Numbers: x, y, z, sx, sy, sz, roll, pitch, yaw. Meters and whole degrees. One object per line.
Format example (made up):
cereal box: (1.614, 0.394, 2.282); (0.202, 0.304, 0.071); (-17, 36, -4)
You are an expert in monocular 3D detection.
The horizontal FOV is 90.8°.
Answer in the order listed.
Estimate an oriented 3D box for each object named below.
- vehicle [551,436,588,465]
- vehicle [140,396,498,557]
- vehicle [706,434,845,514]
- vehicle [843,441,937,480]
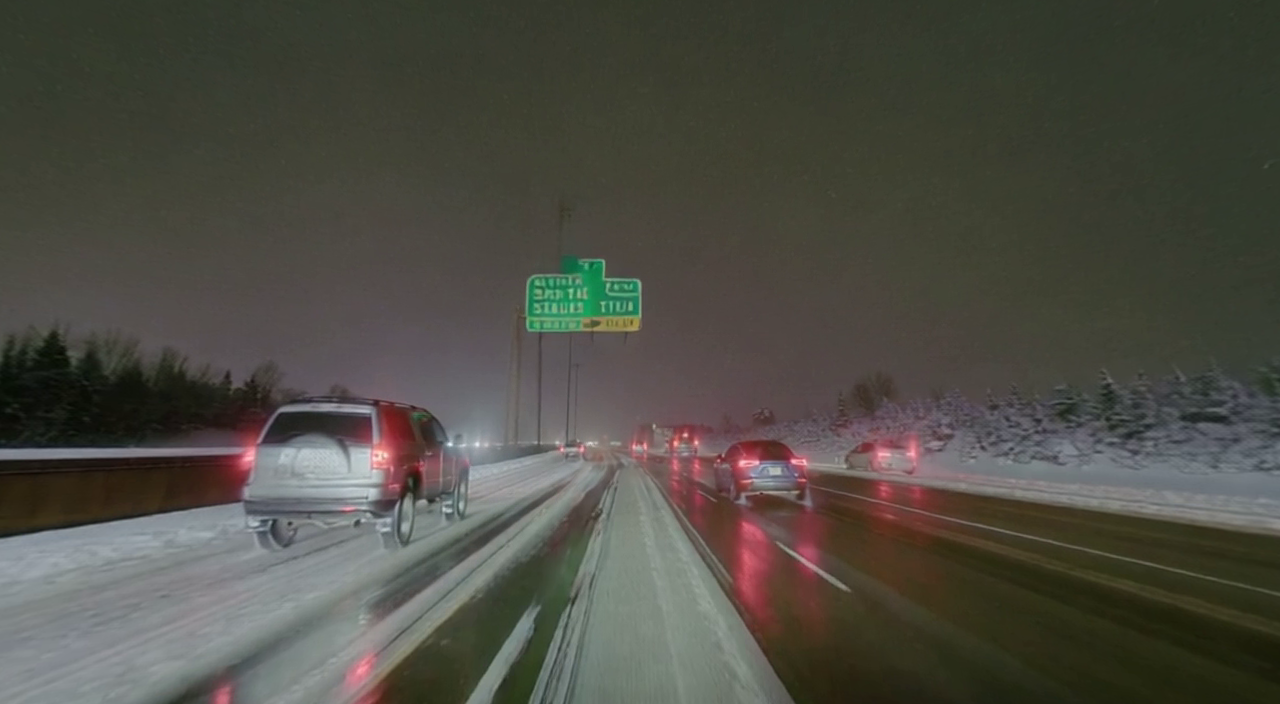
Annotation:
vehicle: (-4.779, 6.753, 43.394); (2.149, 1.843, 4.348); (0, -8, -1)
vehicle: (-4.375, 1.863, 10.260); (2.684, 1.839, 5.803); (0, -8, 1)
vehicle: (2.832, 2.667, 14.375); (2.053, 1.510, 4.400); (0, -8, -2)
vehicle: (10.465, 4.548, 26.826); (2.105, 1.496, 4.393); (0, -8, -1)
